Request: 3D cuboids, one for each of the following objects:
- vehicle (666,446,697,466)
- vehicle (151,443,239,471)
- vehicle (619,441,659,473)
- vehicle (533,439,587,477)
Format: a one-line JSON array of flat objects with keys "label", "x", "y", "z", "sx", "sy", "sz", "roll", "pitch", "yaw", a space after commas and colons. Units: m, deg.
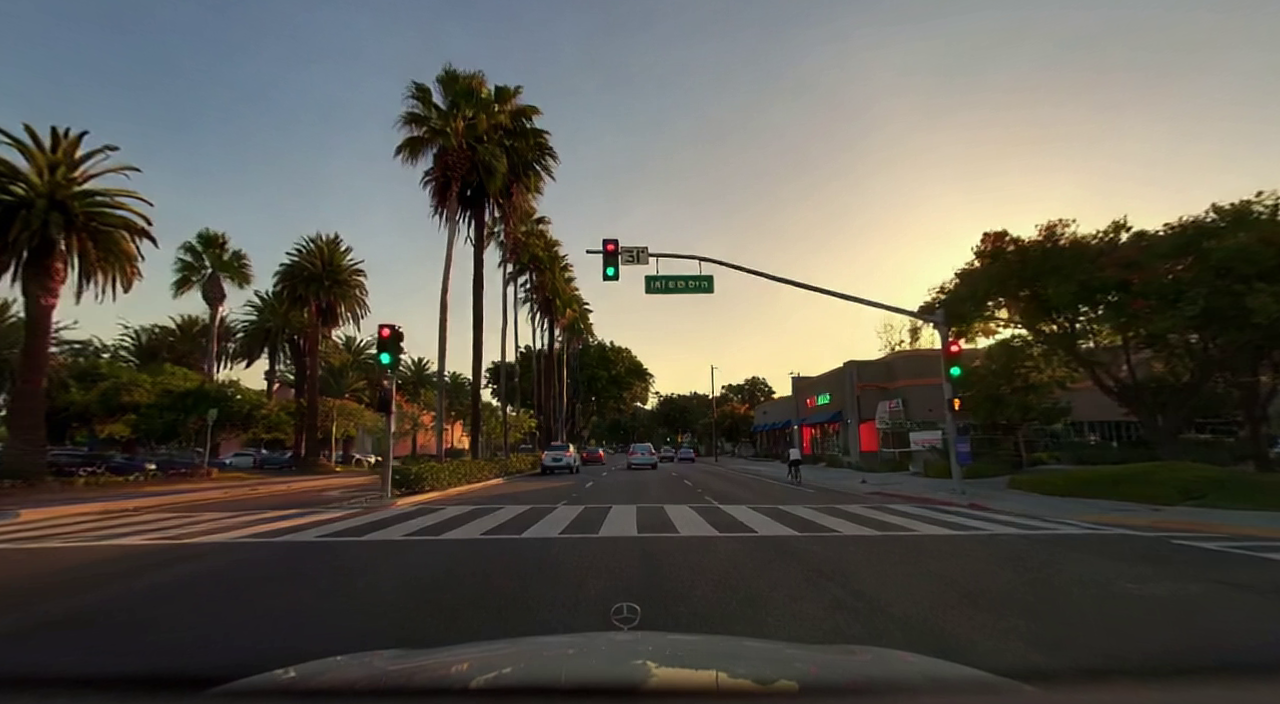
[{"label": "vehicle", "x": 3.164, "y": 8.095, "z": 49.221, "sx": 2.004, "sy": 1.440, "sz": 4.292, "roll": 0, "pitch": -8, "yaw": -2}, {"label": "vehicle", "x": -34.381, "y": 8.139, "z": 48.891, "sx": 5.109, "sy": 2.014, "sz": 2.269, "roll": -2, "pitch": -10, "yaw": 2}, {"label": "vehicle", "x": -0.080, "y": 5.835, "z": 35.309, "sx": 2.102, "sy": 1.653, "sz": 3.698, "roll": 0, "pitch": -9, "yaw": -1}, {"label": "vehicle", "x": -3.905, "y": 5.268, "z": 31.645, "sx": 2.071, "sy": 1.744, "sz": 4.500, "roll": 0, "pitch": -8, "yaw": 1}]
